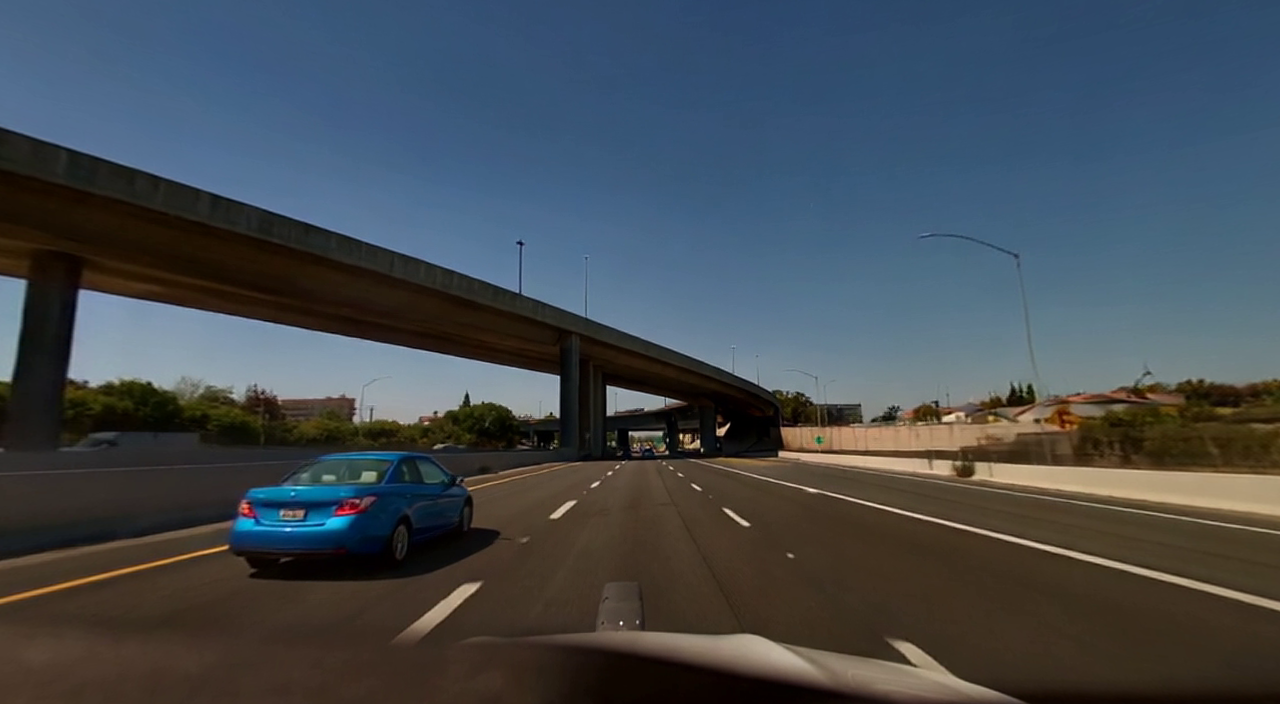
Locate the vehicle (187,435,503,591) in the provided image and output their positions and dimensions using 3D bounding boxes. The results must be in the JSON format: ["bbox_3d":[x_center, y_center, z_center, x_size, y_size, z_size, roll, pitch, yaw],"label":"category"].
[{"bbox_3d":[-3.322,1.880,8.228,2.044,1.478,4.114,0,-9,1],"label":"vehicle"}]

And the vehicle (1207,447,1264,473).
[{"bbox_3d":[39.487,7.128,41.719,4.125,1.623,2.090,8,-11,-39],"label":"vehicle"}]

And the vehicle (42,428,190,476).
[{"bbox_3d":[-33.648,6.467,40.979,3.061,2.821,7.422,0,-9,1],"label":"vehicle"}]
